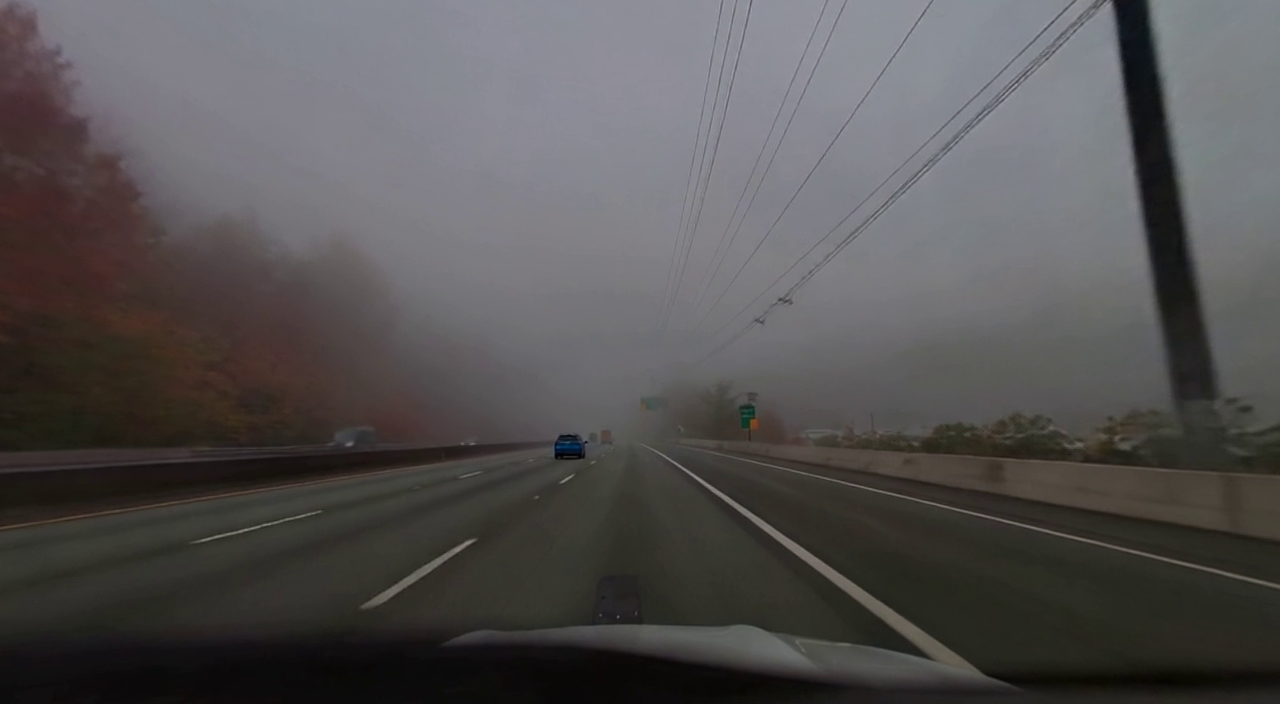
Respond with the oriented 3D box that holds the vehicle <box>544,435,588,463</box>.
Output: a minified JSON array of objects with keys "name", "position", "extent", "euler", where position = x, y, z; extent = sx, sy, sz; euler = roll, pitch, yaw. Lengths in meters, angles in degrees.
[{"name":"vehicle","position":[-4.063,5.393,35.232],"extent":[2.025,1.475,4.379],"euler":[0,-8,-1]}]
